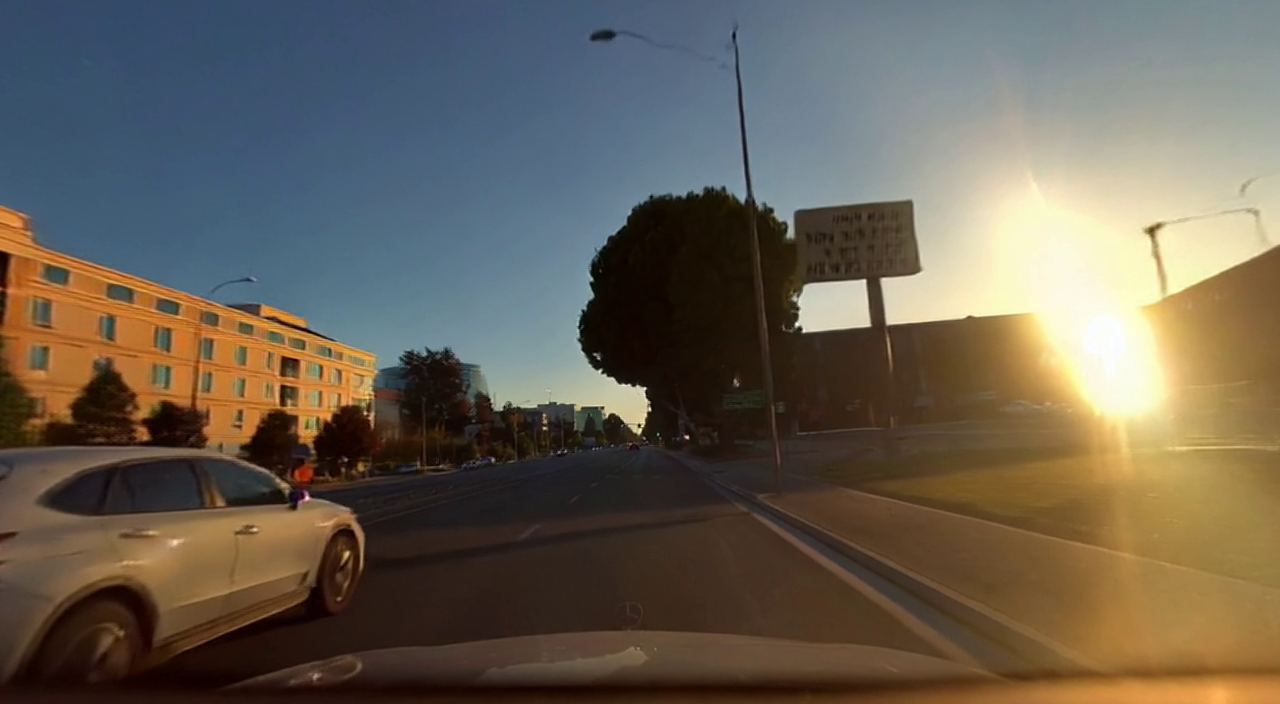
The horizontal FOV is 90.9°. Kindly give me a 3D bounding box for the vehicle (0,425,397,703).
[{"bbox_3d":[-3.516,1.270,4.049,1.972,1.490,4.591,0,-8,1],"label":"vehicle"}]
